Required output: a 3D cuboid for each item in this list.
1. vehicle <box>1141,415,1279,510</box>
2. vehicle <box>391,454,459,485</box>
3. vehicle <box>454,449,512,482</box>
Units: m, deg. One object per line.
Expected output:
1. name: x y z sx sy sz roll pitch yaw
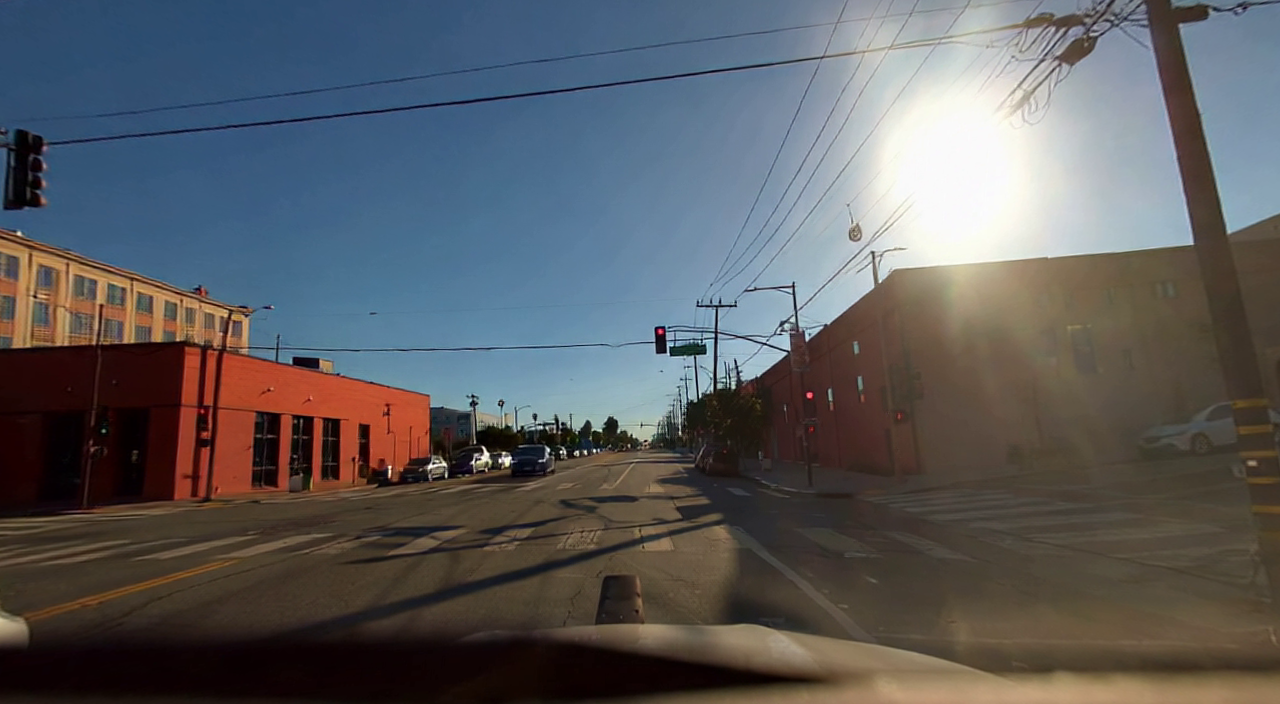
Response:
1. vehicle: 12.684 2.207 12.784 3.234 1.746 1.941 -1 -9 3
2. vehicle: -12.038 6.600 35.652 1.943 1.574 4.727 0 -9 3
3. vehicle: -8.679 6.297 35.173 2.020 1.672 3.842 0 -9 3
